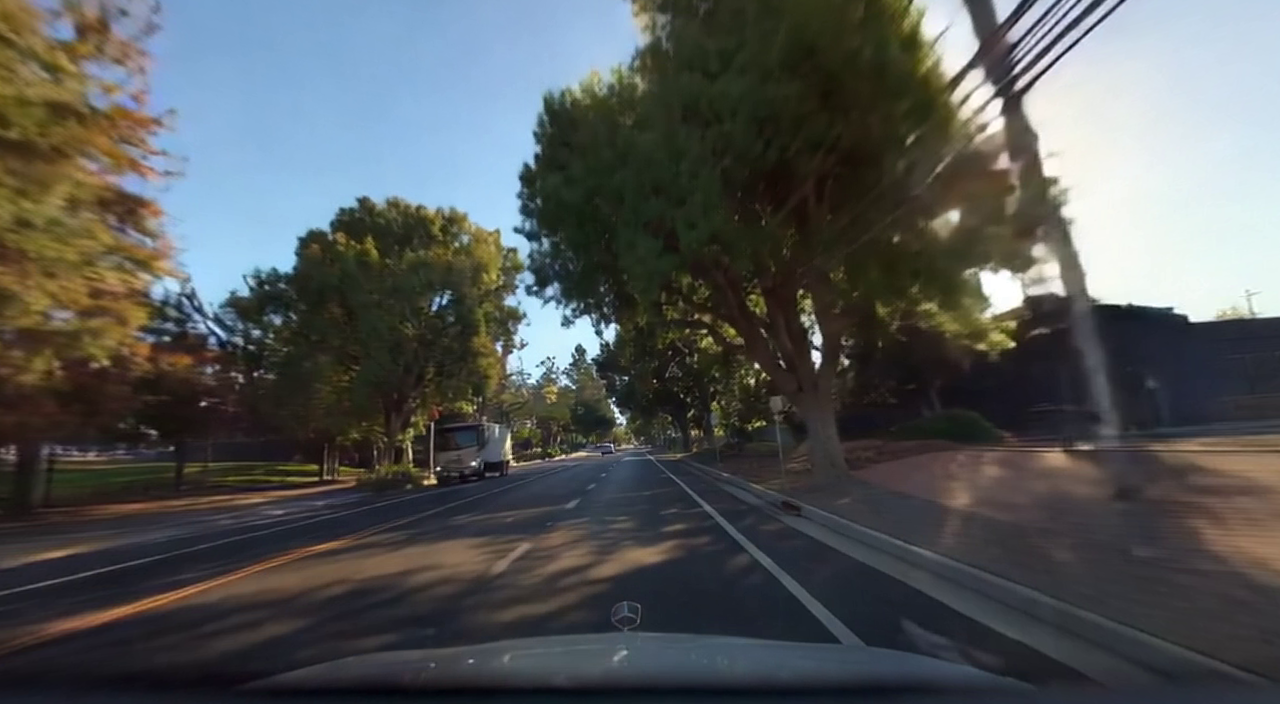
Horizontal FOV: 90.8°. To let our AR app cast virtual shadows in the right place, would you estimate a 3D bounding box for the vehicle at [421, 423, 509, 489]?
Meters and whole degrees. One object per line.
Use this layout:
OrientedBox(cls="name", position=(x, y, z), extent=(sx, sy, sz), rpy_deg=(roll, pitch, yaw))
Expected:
OrientedBox(cls="vehicle", position=(-8.113, 4.797, 29.988), extent=(2.351, 2.696, 6.106), rpy_deg=(-2, -7, 1))
